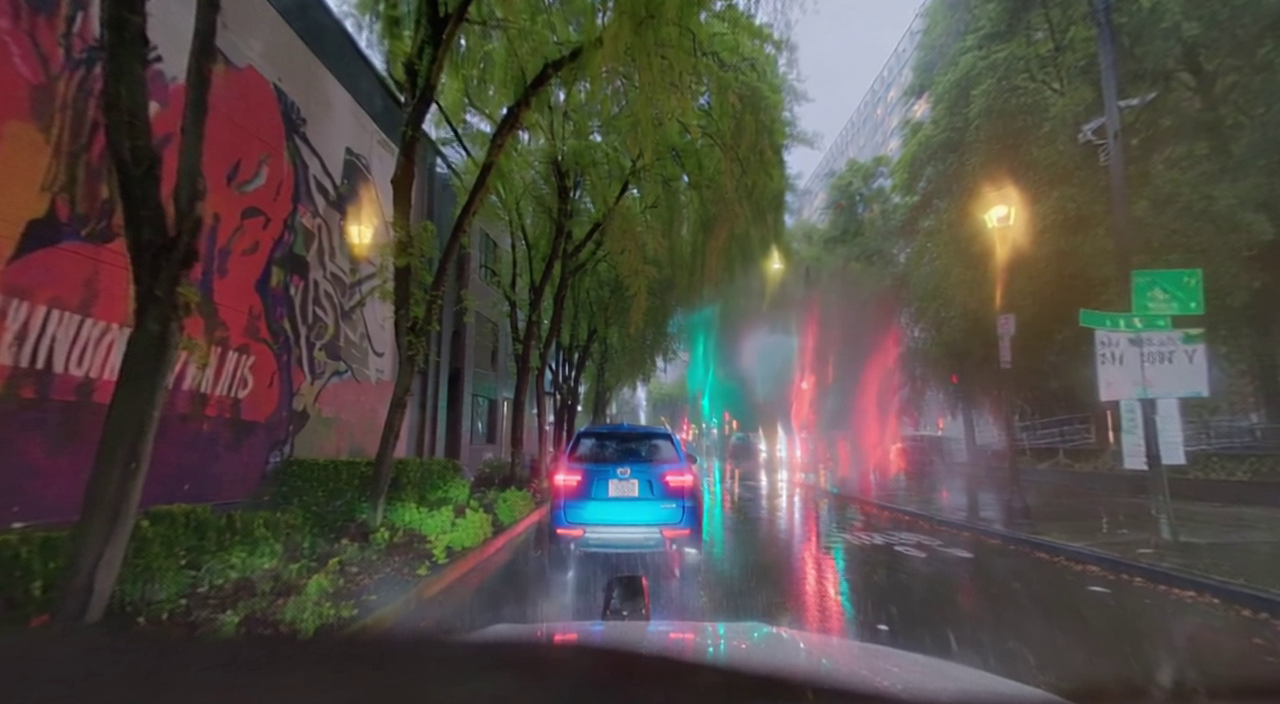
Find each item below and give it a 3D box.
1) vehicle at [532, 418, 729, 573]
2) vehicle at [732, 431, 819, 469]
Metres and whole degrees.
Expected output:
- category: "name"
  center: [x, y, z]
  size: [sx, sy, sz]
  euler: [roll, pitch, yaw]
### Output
- category: "vehicle"
  center: [-0.118, 1.814, 8.692]
  size: [2.079, 1.621, 3.861]
  euler: [0, -8, 0]
- category: "vehicle"
  center: [7.966, 5.685, 36.710]
  size: [2.448, 2.063, 5.513]
  euler: [-8, -11, 41]
